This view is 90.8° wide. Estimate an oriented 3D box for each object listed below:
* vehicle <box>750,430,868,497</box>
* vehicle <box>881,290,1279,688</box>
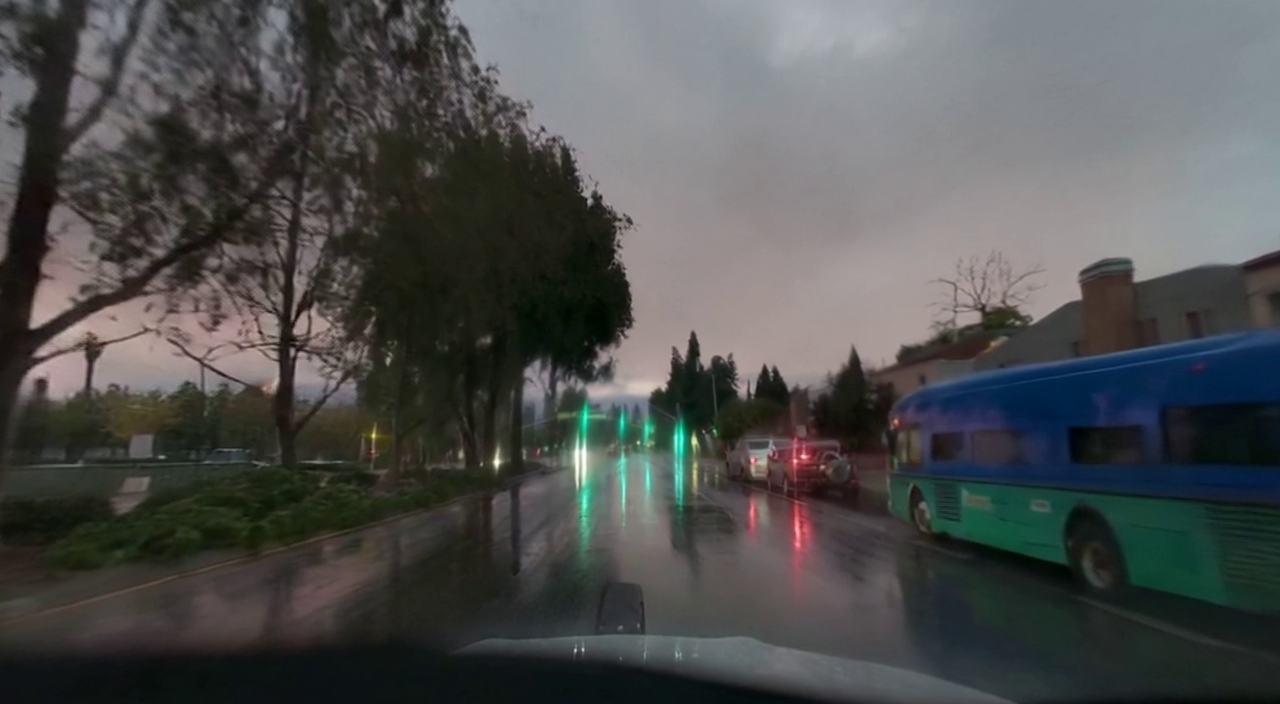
[{"bbox_3d":[4.655,3.145,18.245,2.028,1.660,4.705,0,-8,-1],"label":"vehicle"},{"bbox_3d":[4.646,1.104,5.927,2.351,2.125,6.230,0,-8,0],"label":"vehicle"}]
